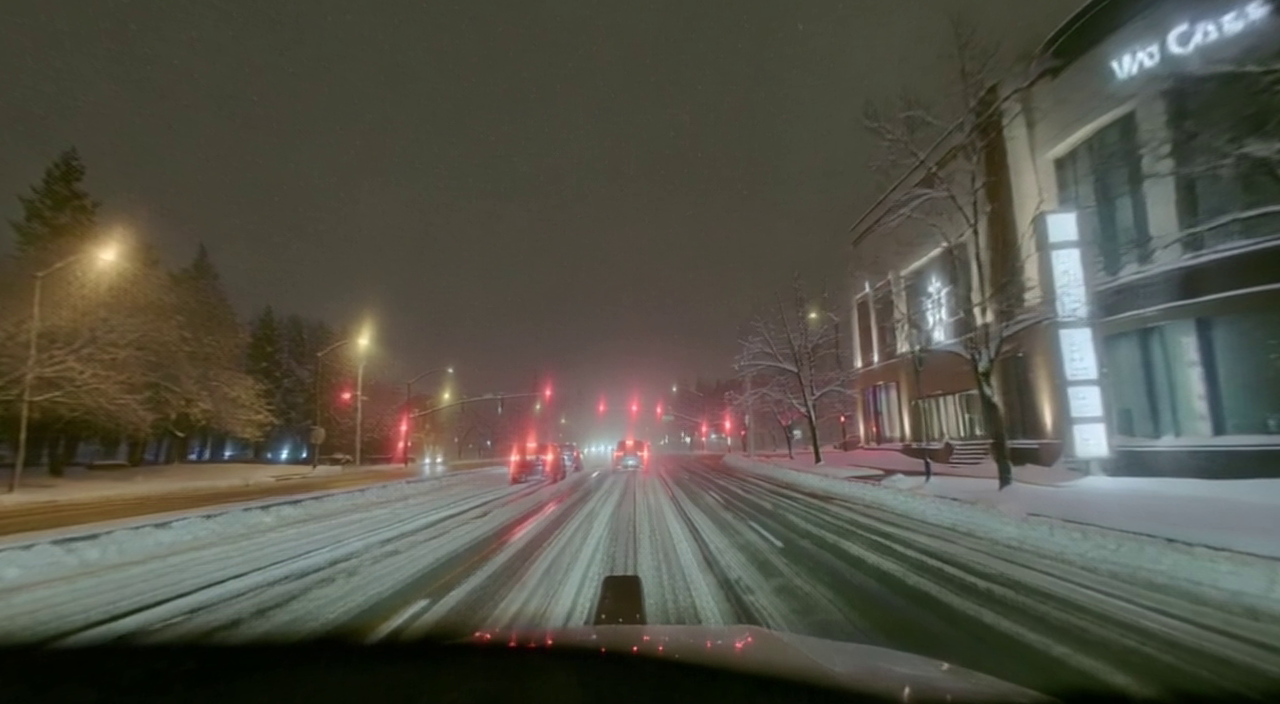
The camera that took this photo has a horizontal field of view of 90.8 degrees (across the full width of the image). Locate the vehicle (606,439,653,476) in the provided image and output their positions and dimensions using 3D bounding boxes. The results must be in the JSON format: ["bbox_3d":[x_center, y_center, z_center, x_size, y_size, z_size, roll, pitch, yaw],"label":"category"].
[{"bbox_3d":[-0.443,4.846,29.266,2.042,1.555,3.912,0,-9,0],"label":"vehicle"}]

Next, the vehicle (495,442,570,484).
[{"bbox_3d":[-4.019,4.222,24.404,2.020,1.457,4.496,0,-9,1],"label":"vehicle"}]
